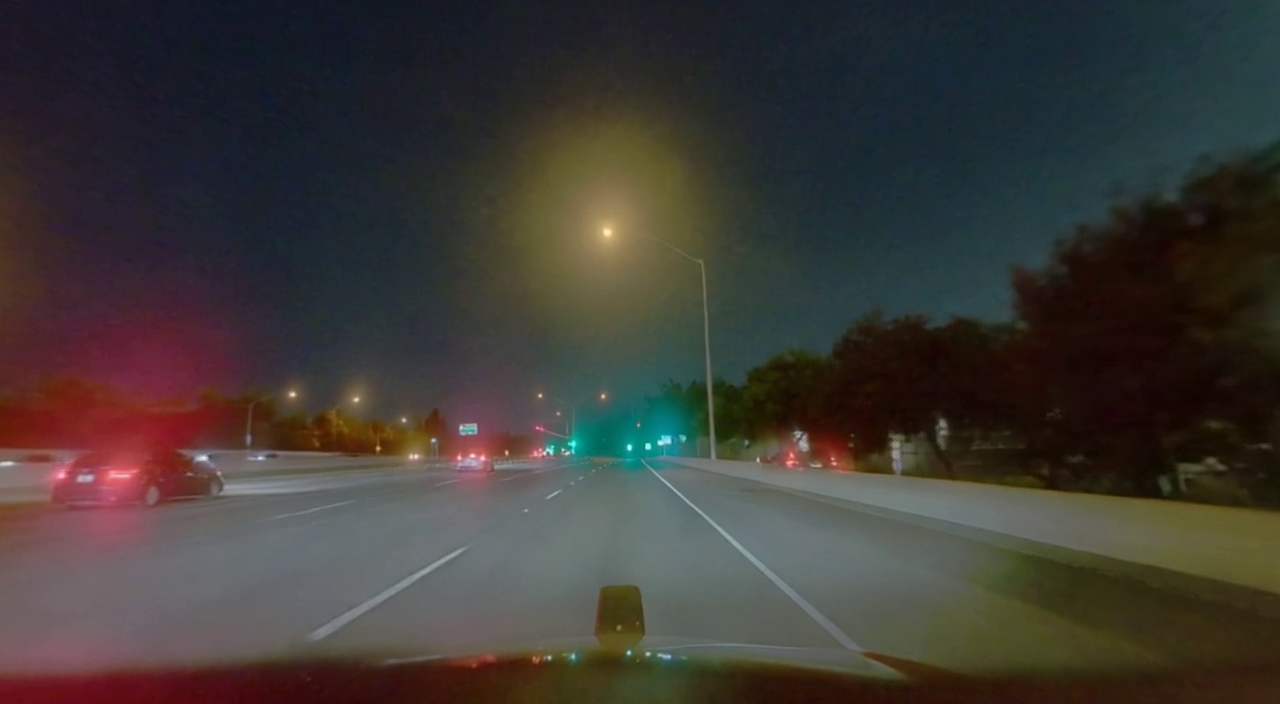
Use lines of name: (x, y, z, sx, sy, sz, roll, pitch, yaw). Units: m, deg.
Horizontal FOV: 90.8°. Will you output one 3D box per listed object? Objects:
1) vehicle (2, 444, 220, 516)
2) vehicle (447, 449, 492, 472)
vehicle: (-12.952, 3.109, 15.955, 1.829, 1.520, 4.505, 1, -9, -5)
vehicle: (-12.110, 7.693, 45.070, 2.271, 1.537, 4.029, 0, -9, -3)
